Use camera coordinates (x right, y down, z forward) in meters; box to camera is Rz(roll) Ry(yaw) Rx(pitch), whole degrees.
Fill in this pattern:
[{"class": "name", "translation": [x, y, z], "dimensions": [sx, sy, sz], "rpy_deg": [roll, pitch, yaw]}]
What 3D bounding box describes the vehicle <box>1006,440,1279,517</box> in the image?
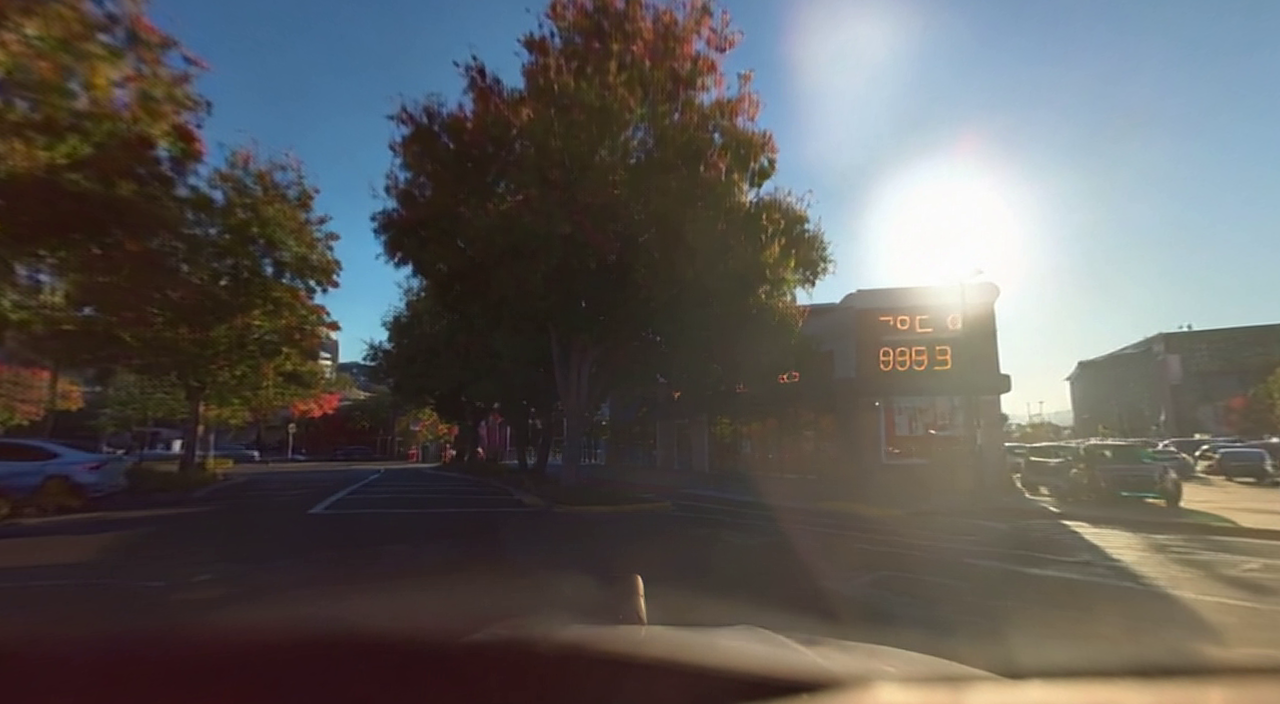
[{"class": "vehicle", "translation": [11.557, 2.882, 15.112], "dimensions": [2.140, 1.507, 4.856], "rpy_deg": [1, -8, -9]}]
